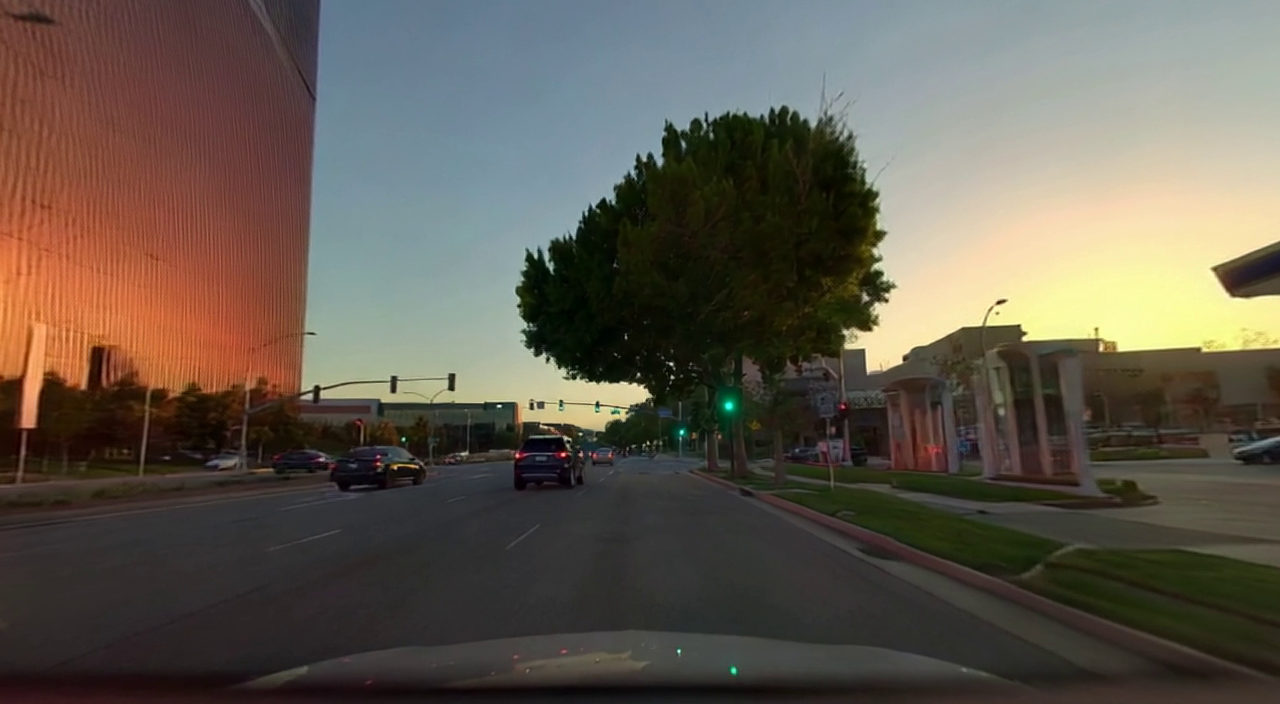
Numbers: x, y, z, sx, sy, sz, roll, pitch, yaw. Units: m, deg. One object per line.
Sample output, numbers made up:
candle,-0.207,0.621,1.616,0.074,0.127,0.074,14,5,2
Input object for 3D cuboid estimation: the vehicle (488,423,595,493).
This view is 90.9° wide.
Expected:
vehicle,-3.211,3.686,22.339,2.602,2.091,6.347,0,-8,2

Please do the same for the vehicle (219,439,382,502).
vehicle,-9.393,3.294,18.022,1.965,1.541,4.718,0,-8,1

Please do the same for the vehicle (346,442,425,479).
vehicle,-11.906,5.079,29.789,1.875,1.624,4.151,0,-8,1

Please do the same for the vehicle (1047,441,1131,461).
vehicle,35.067,7.777,49.370,4.849,1.399,2.057,-1,-10,17

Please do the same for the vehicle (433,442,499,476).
vehicle,-9.061,5.575,33.221,2.068,1.659,4.509,0,-8,2
